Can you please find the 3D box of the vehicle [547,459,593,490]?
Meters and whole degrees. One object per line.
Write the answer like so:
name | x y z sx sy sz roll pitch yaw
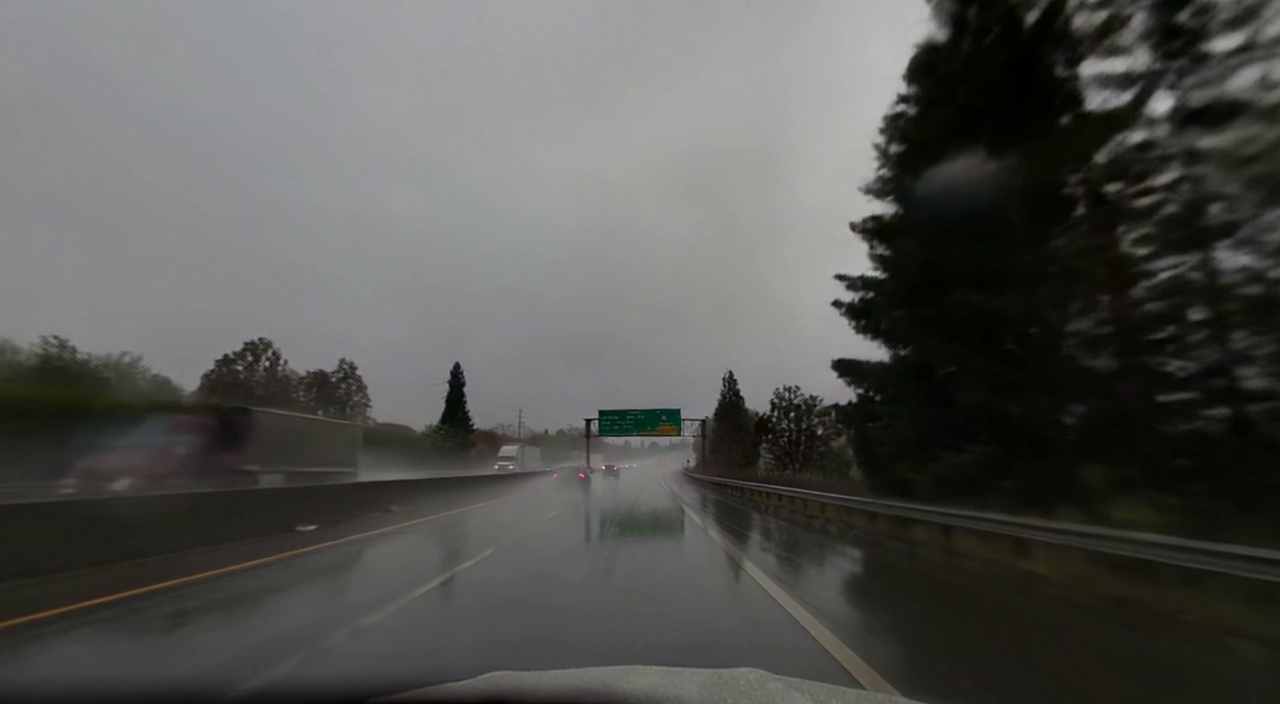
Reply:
vehicle | -4.226 7.523 38.775 2.160 1.721 4.368 1 -11 2

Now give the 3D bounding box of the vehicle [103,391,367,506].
vehicle | -17.498 4.722 29.591 2.862 4.065 14.159 1 -11 0
